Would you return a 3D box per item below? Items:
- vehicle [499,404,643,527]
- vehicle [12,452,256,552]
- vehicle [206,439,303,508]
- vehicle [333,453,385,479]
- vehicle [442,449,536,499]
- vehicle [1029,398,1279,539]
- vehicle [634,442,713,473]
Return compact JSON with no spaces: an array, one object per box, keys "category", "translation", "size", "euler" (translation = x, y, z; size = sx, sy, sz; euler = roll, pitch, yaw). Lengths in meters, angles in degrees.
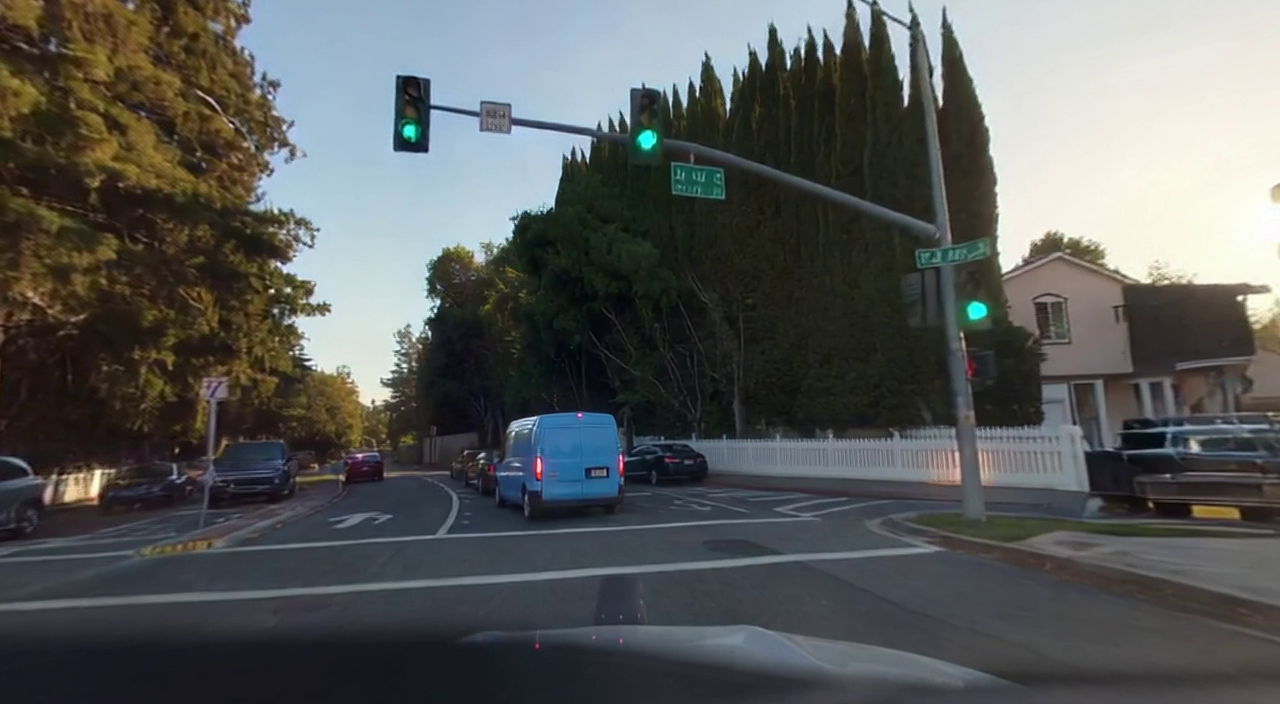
[{"category":"vehicle","translation":[-1.697,2.372,13.642],"size":[2.213,2.124,4.809],"euler":[2,-9,-17]},{"category":"vehicle","translation":[-9.064,2.633,11.908],"size":[1.952,1.461,4.377],"euler":[2,-9,-16]},{"category":"vehicle","translation":[-12.347,3.767,20.252],"size":[2.228,1.871,5.492],"euler":[5,-10,-31]},{"category":"vehicle","translation":[-17.754,7.141,39.842],"size":[1.911,1.493,4.291],"euler":[7,-11,-38]},{"category":"vehicle","translation":[-5.082,3.924,20.819],"size":[2.008,1.445,4.386],"euler":[4,-10,-26]},{"category":"vehicle","translation":[10.222,1.842,10.195],"size":[2.514,2.026,6.104],"euler":[7,-11,-40]},{"category":"vehicle","translation":[2.028,6.285,37.908],"size":[4.559,1.754,1.985],"euler":[7,-11,-39]}]
